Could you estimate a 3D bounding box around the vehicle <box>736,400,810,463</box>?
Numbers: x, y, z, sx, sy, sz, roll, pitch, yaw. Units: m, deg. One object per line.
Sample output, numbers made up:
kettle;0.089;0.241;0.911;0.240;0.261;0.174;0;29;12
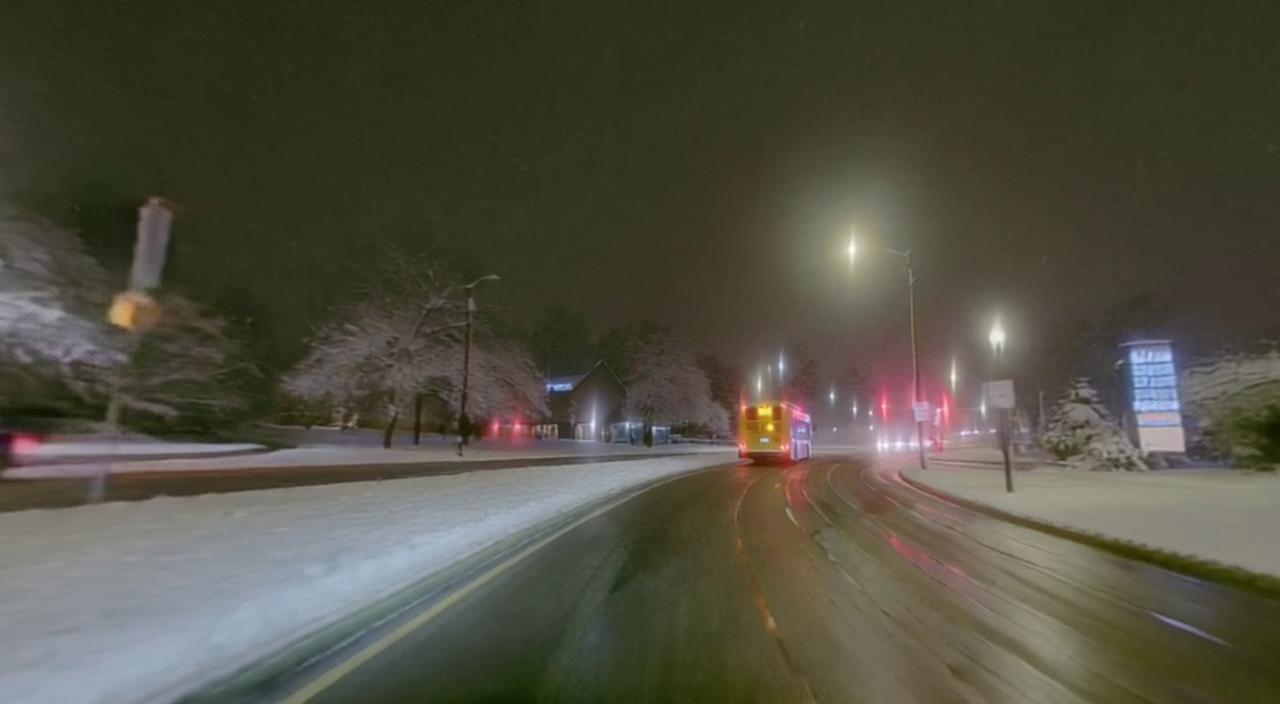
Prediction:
vehicle;8.696;5.163;39.951;3.031;3.429;11.005;-3;-9;19
